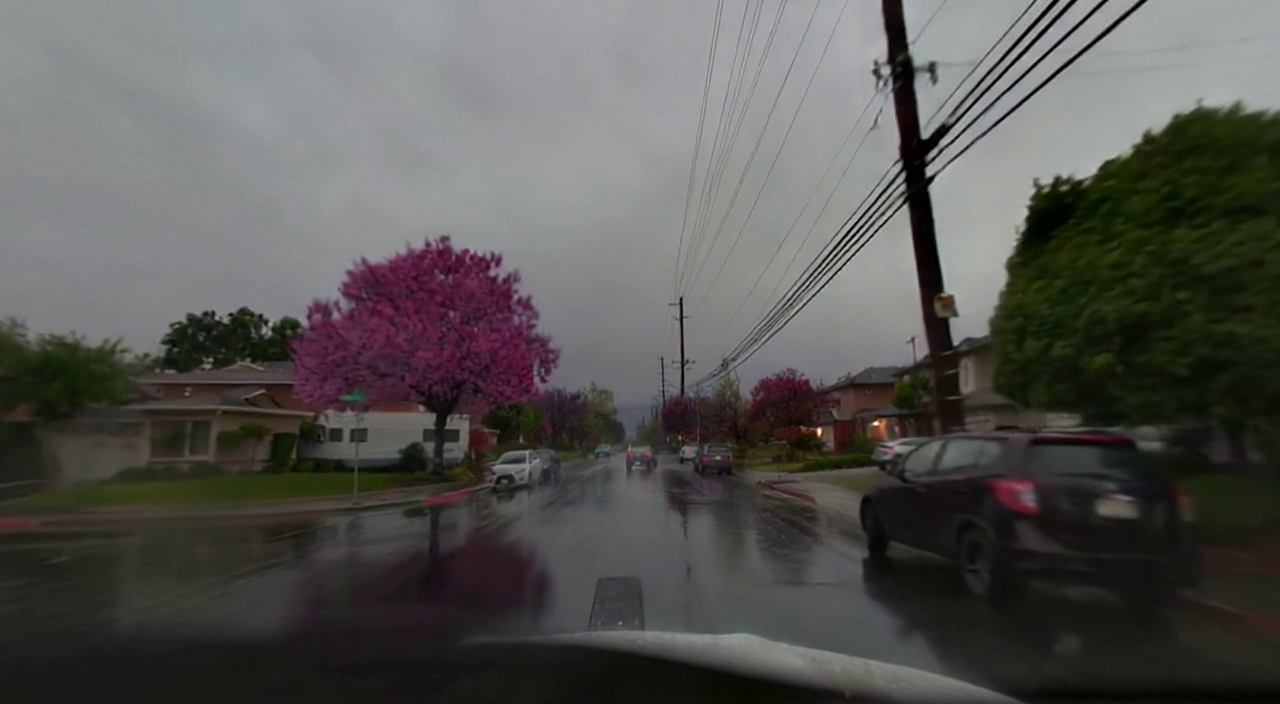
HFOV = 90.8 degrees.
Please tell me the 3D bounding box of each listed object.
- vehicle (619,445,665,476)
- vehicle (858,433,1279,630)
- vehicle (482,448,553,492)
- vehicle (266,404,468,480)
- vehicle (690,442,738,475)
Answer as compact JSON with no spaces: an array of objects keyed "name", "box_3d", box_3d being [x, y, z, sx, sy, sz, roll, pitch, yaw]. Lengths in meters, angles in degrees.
[{"name":"vehicle","box_3d":[0.179,5.370,31.555,2.075,1.449,4.526,-1,-9,3]},{"name":"vehicle","box_3d":[4.259,1.756,7.246,2.058,1.535,4.323,0,-9,2]},{"name":"vehicle","box_3d":[-4.767,4.628,25.165,1.874,1.413,4.442,0,-7,1]},{"name":"vehicle","box_3d":[-12.920,4.357,30.460,8.239,3.354,2.902,1,-9,1]},{"name":"vehicle","box_3d":[3.997,5.836,34.936,2.103,1.679,4.386,0,-9,-1]}]
